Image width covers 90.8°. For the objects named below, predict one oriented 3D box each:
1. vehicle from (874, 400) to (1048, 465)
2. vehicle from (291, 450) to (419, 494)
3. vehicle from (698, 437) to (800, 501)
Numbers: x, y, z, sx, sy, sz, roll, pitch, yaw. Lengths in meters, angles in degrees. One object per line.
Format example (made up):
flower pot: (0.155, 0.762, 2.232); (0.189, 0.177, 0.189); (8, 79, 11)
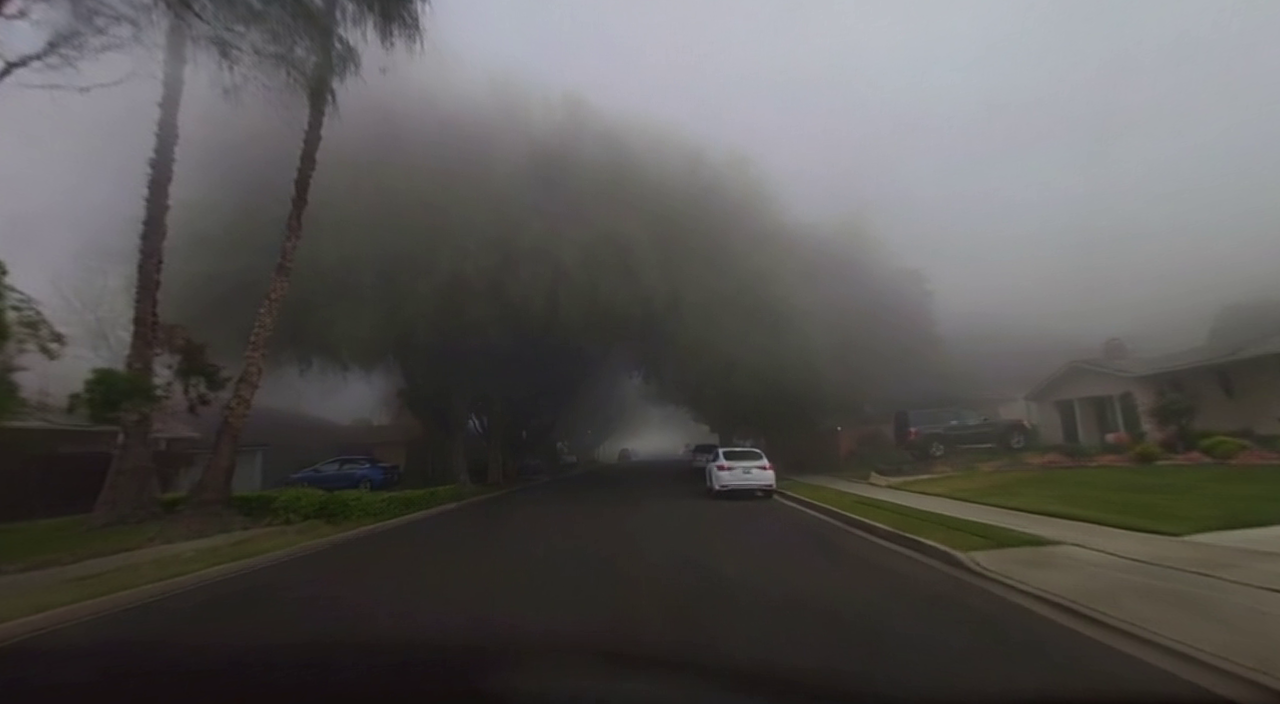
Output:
vehicle: (11.057, 2.850, 22.133); (4.861, 1.911, 2.181); (1, -12, 4)
vehicle: (-12.230, 5.149, 27.322); (4.511, 1.809, 2.018); (-1, -8, 3)
vehicle: (2.790, 3.120, 17.330); (2.009, 1.506, 4.698); (0, -8, 0)
